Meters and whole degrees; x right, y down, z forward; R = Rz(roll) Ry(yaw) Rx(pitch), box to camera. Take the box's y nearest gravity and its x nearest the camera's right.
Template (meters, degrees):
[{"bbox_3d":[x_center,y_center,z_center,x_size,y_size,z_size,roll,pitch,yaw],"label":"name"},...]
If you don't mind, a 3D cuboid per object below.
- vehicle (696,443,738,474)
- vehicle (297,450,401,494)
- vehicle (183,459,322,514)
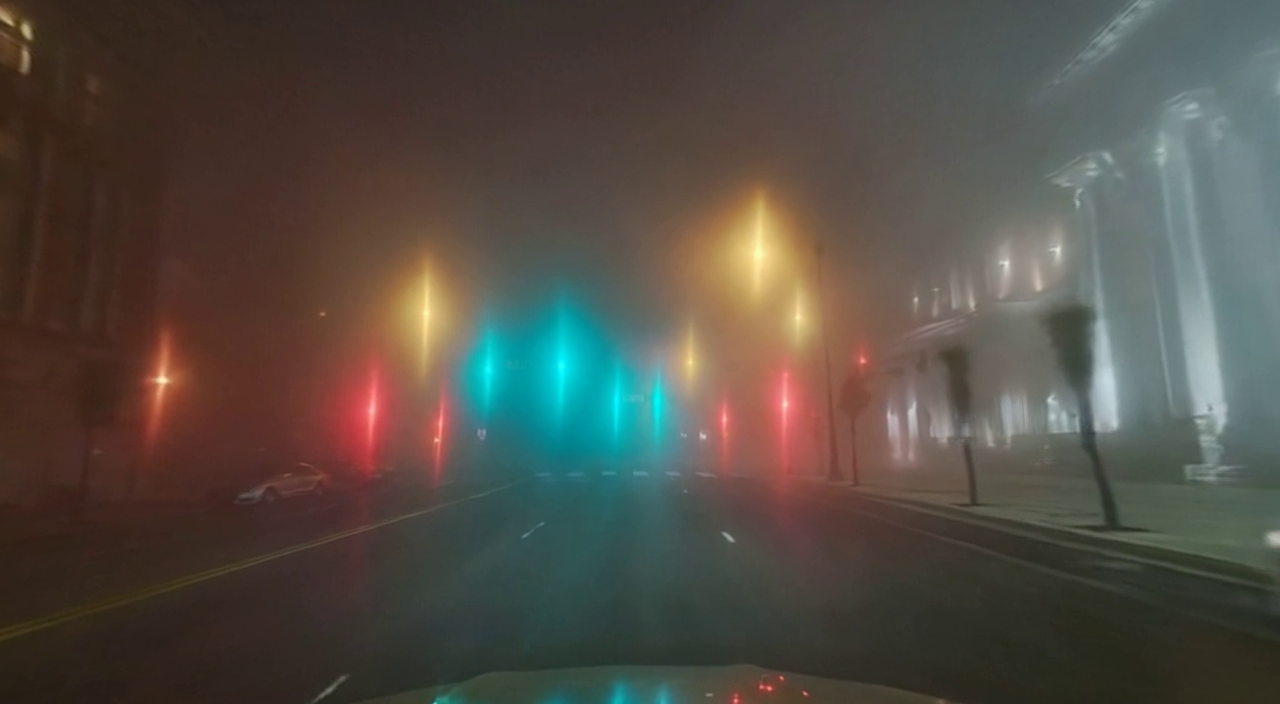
[{"bbox_3d":[4.156,5.714,34.118,2.085,1.530,4.125,-1,-8,7],"label":"vehicle"},{"bbox_3d":[-12.539,5.154,27.724,2.011,1.668,5.474,0,-8,0],"label":"vehicle"},{"bbox_3d":[-12.415,4.298,20.626,1.767,1.455,4.389,0,-8,0],"label":"vehicle"}]
